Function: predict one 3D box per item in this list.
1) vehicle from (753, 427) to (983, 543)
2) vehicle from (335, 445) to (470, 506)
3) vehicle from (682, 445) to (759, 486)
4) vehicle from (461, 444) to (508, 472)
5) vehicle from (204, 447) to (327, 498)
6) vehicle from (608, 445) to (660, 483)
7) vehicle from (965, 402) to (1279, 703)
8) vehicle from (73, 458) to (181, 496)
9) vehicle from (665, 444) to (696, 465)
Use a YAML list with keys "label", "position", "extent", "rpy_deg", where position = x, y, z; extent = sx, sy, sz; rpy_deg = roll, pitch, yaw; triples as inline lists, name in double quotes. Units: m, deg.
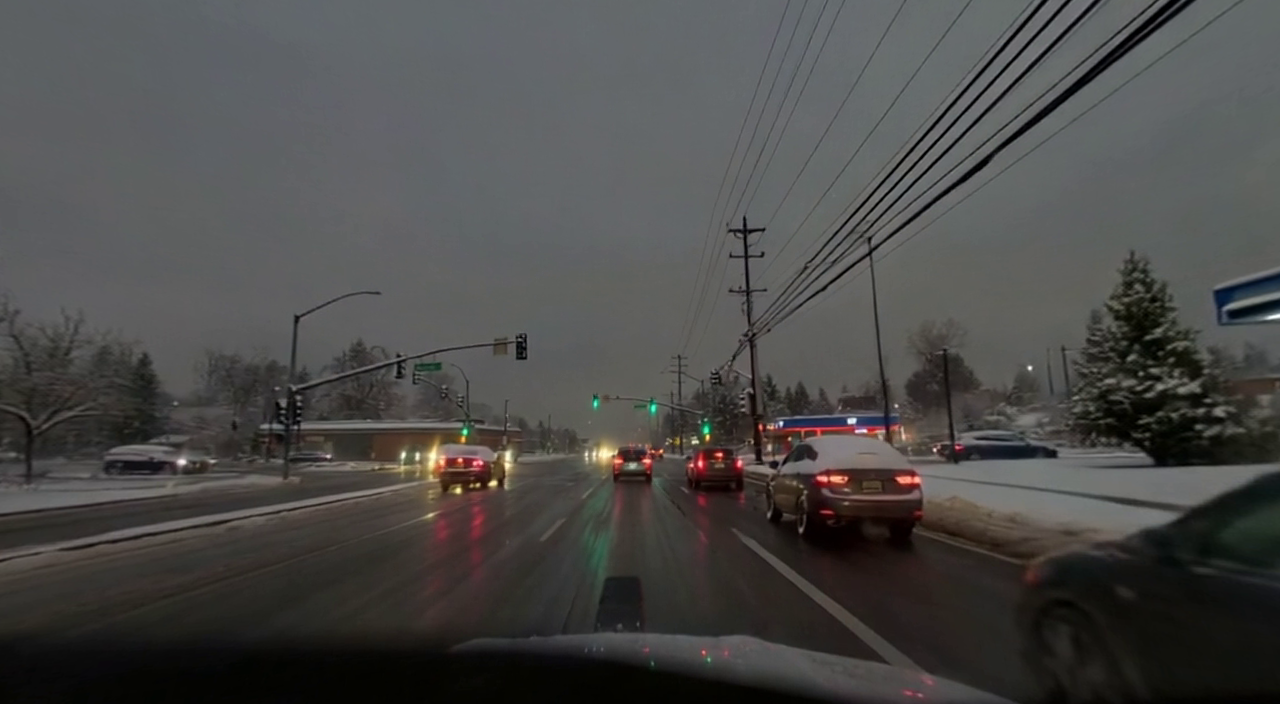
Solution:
- label: "vehicle"
  position: [3.807, 2.323, 11.737]
  extent: [2.452, 1.682, 4.565]
  rpy_deg: [0, -9, -2]
- label: "vehicle"
  position: [-6.366, 3.333, 17.533]
  extent: [2.075, 1.470, 4.190]
  rpy_deg: [0, -9, 1]
- label: "vehicle"
  position: [3.065, 4.446, 25.073]
  extent: [2.208, 1.436, 4.542]
  rpy_deg: [0, -9, -3]
- label: "vehicle"
  position: [-10.907, 7.444, 44.689]
  extent: [2.139, 1.836, 4.843]
  rpy_deg: [0, -9, 0]
- label: "vehicle"
  position: [-14.328, 4.590, 24.568]
  extent: [1.937, 1.745, 4.540]
  rpy_deg: [0, -9, 1]
- label: "vehicle"
  position: [-0.299, 4.743, 27.140]
  extent: [2.065, 1.484, 3.894]
  rpy_deg: [0, -9, -1]
- label: "vehicle"
  position: [2.933, 0.815, 1.436]
  extent: [1.945, 1.470, 4.363]
  rpy_deg: [0, -9, -2]
- label: "vehicle"
  position: [-24.978, 6.031, 30.748]
  extent: [4.989, 1.567, 2.075]
  rpy_deg: [-3, -10, 27]
- label: "vehicle"
  position: [2.991, 7.653, 47.472]
  extent: [1.971, 1.477, 4.121]
  rpy_deg: [0, -9, -2]
